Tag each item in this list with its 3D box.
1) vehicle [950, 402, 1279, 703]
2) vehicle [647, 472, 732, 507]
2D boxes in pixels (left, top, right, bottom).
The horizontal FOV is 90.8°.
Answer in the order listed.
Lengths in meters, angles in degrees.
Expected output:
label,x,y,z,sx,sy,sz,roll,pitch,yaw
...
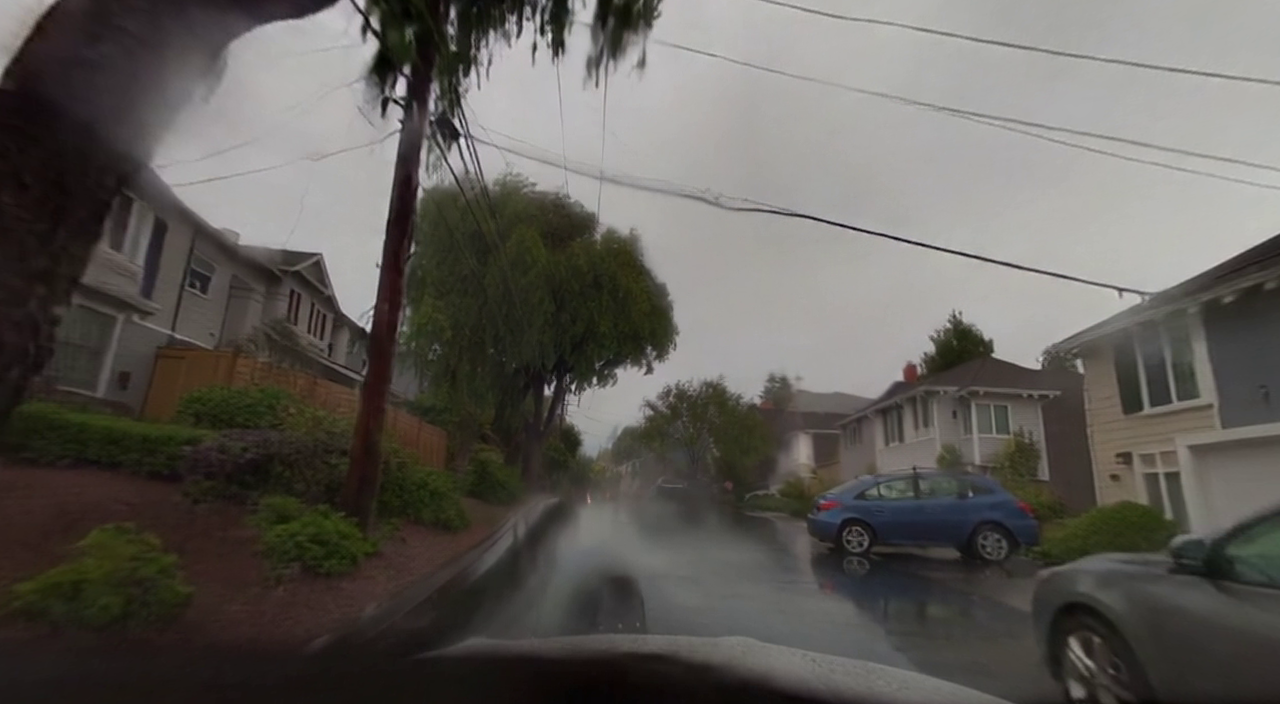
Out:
label,x,y,z,sx,sy,sz,roll,pitch,yaw
vehicle,3.256,0.892,1.710,2.133,1.566,4.737,0,-9,-5
vehicle,2.721,7.663,35.263,4.413,1.728,1.869,1,-9,-9
